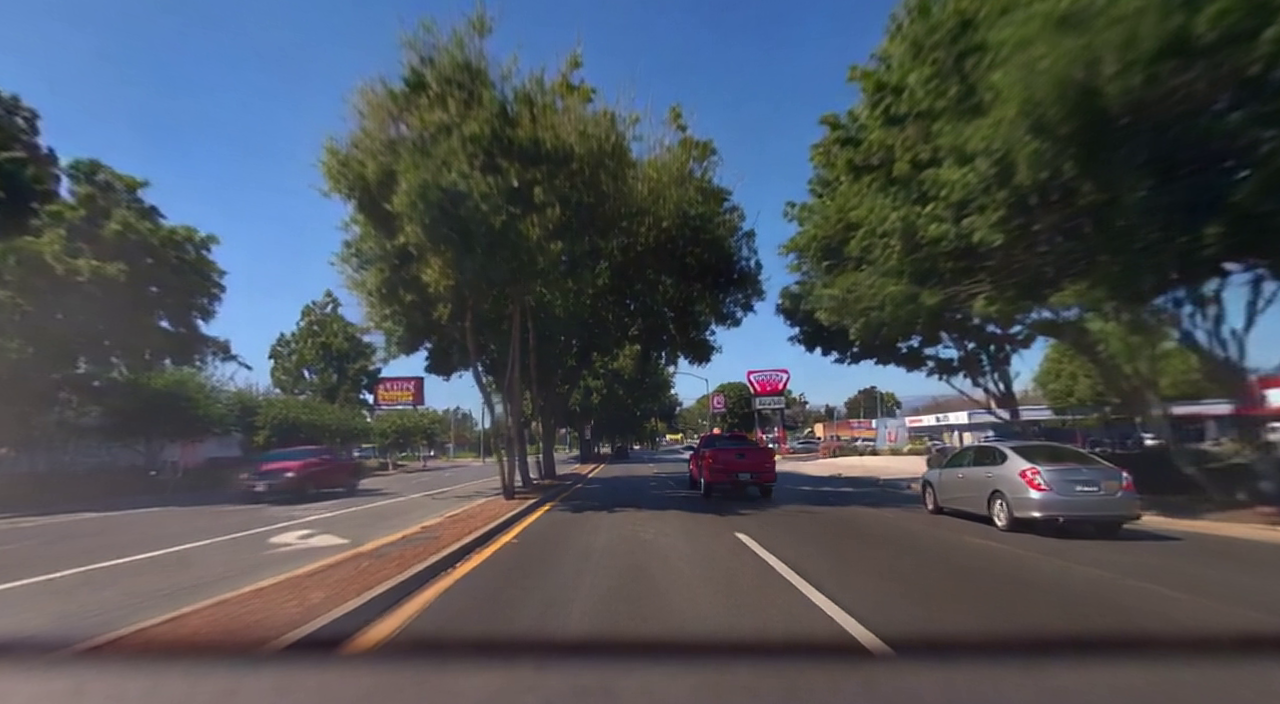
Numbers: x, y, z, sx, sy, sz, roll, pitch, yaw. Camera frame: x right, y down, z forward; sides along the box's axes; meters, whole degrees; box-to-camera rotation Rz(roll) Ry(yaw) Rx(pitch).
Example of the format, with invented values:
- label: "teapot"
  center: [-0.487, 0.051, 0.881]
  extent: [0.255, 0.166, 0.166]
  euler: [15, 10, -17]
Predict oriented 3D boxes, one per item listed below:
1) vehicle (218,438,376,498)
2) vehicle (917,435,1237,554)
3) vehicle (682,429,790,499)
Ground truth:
- label: "vehicle"
  center: [-12.628, 4.296, 23.919]
  extent: [2.868, 1.978, 5.632]
  euler: [0, -9, -1]
- label: "vehicle"
  center: [6.468, 2.122, 10.161]
  extent: [1.986, 1.480, 4.296]
  euler: [0, -9, -1]
- label: "vehicle"
  center: [2.578, 3.186, 18.373]
  extent: [2.214, 1.749, 4.998]
  euler: [0, -9, -2]
